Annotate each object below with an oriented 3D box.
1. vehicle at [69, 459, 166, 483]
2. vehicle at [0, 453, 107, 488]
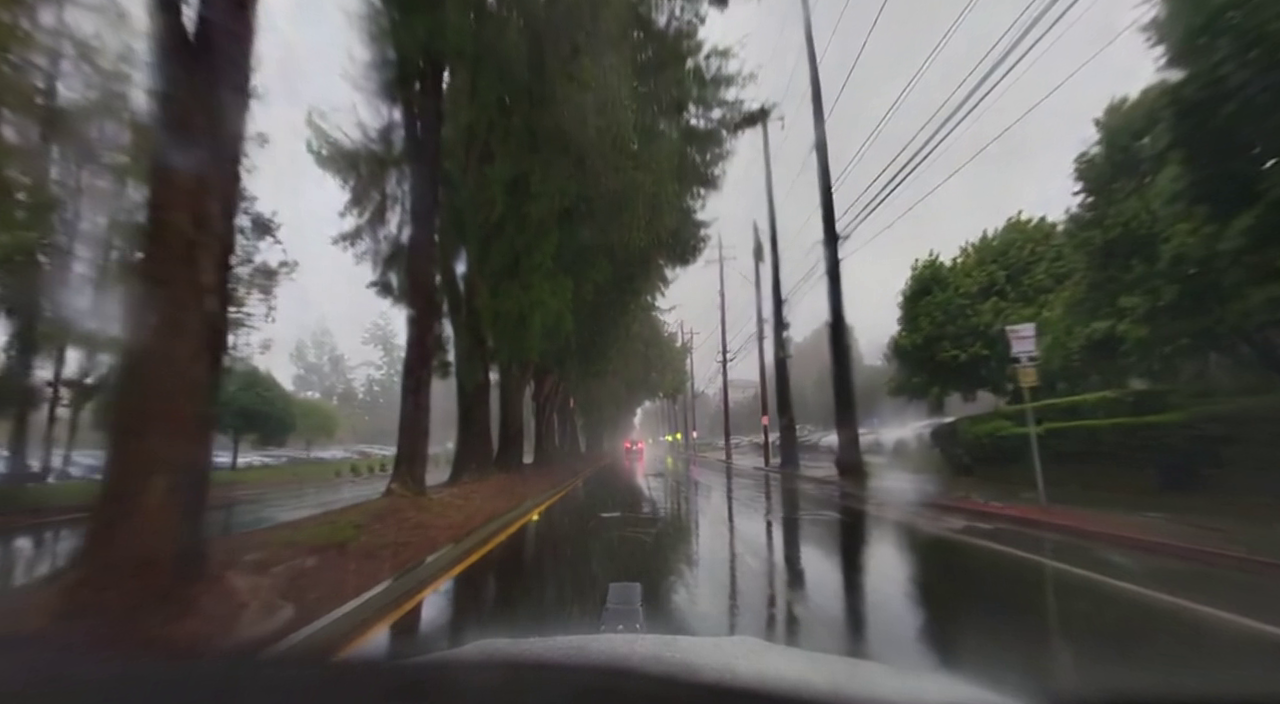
[{"bbox_3d":[-34.138,7.763,41.366,4.499,1.448,1.915,0,-8,-3],"label":"vehicle"},{"bbox_3d":[-33.939,6.775,36.125,5.051,1.657,2.023,-3,-8,0],"label":"vehicle"}]
